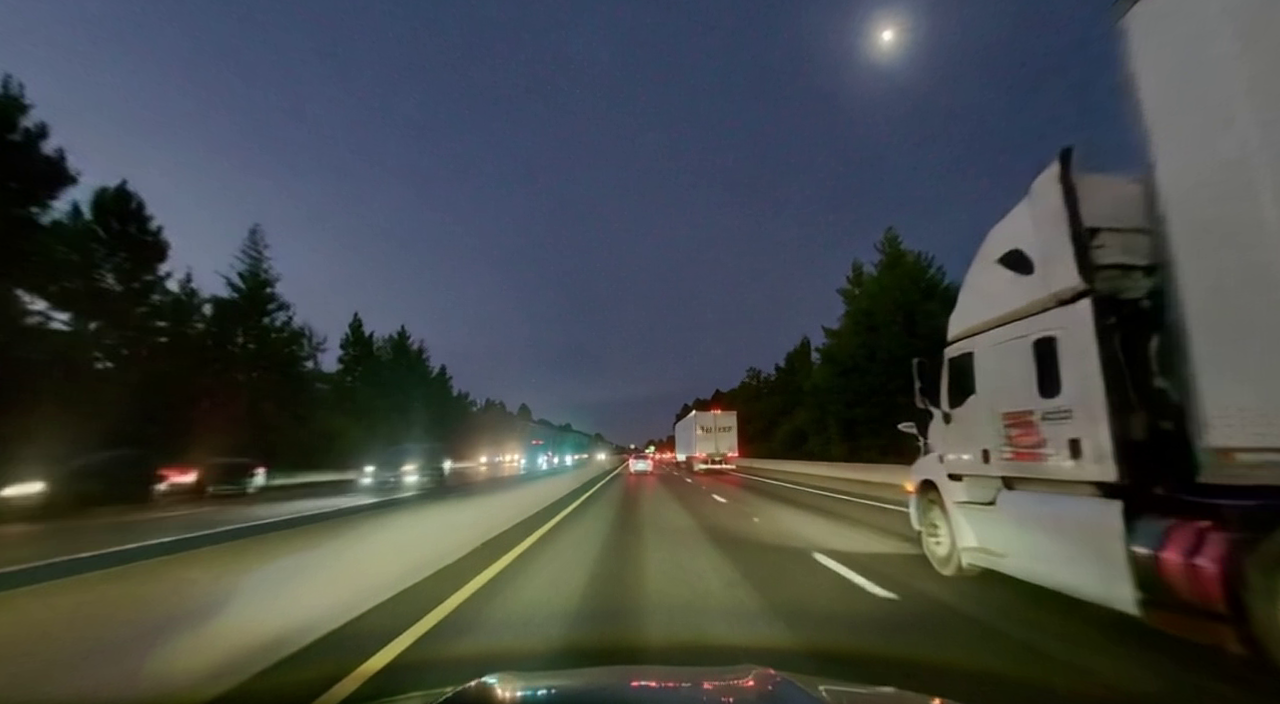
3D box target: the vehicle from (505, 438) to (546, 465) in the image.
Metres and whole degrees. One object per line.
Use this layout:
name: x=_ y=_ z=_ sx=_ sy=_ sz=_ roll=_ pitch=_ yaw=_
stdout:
vehicle: x=-7.772 y=6.793 z=43.110 sx=1.952 sy=1.755 sz=4.079 roll=0 pitch=-9 yaw=0

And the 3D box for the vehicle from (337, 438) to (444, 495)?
vehicle: x=-8.229 y=3.807 z=21.180 sx=2.028 sy=1.702 sz=3.667 roll=0 pitch=-9 yaw=1

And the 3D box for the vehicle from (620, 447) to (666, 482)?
vehicle: x=0.131 y=5.104 z=28.835 sx=1.939 sy=1.495 sz=3.612 roll=0 pitch=-9 yaw=0

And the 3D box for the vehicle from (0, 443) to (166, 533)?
vehicle: x=-12.403 y=2.686 z=12.810 sx=1.922 sy=1.586 sz=4.633 roll=0 pitch=-9 yaw=0

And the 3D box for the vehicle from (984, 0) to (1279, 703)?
vehicle: x=4.461 y=-0.273 z=2.091 sx=3.041 sy=3.923 sz=6.030 roll=0 pitch=-9 yaw=0

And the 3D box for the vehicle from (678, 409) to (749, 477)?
vehicle: x=4.408 y=5.938 z=40.728 sx=2.885 sy=3.679 sz=12.102 roll=0 pitch=-9 yaw=-1
